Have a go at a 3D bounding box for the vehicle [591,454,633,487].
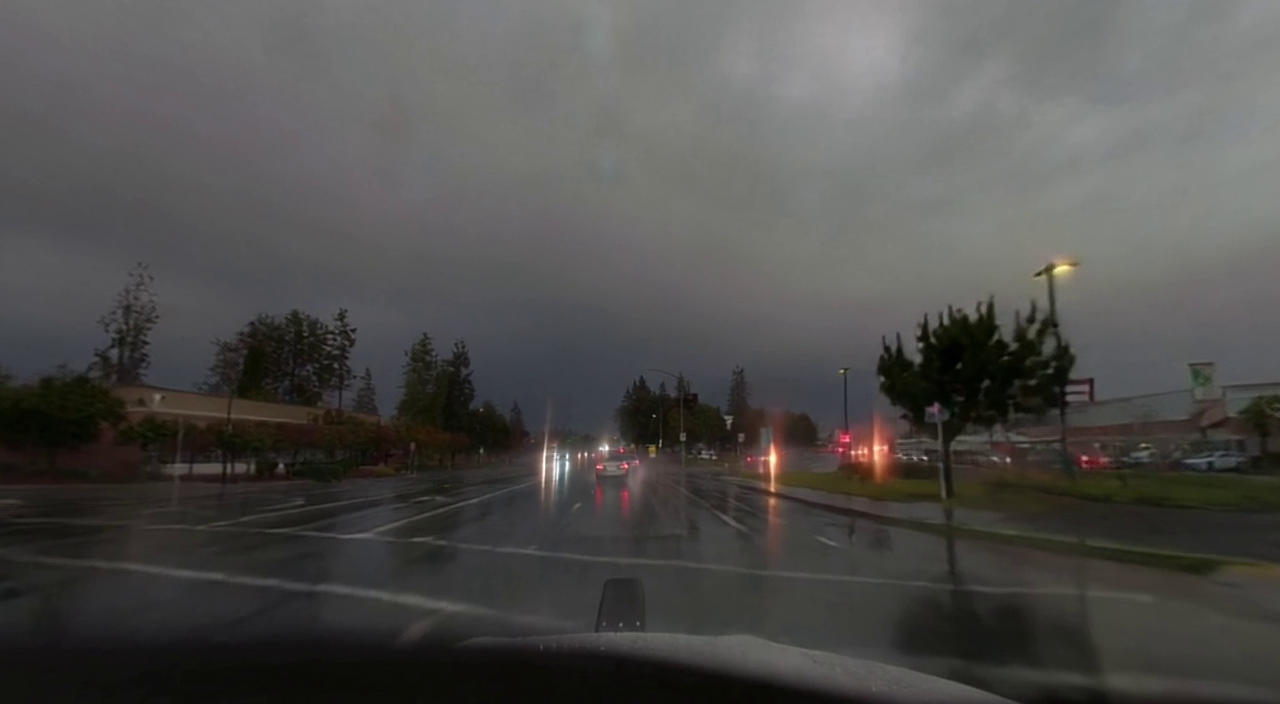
[{"bbox_3d":[-1.372,5.665,30.583,1.917,1.418,3.987,0,-8,-3],"label":"vehicle"}]
